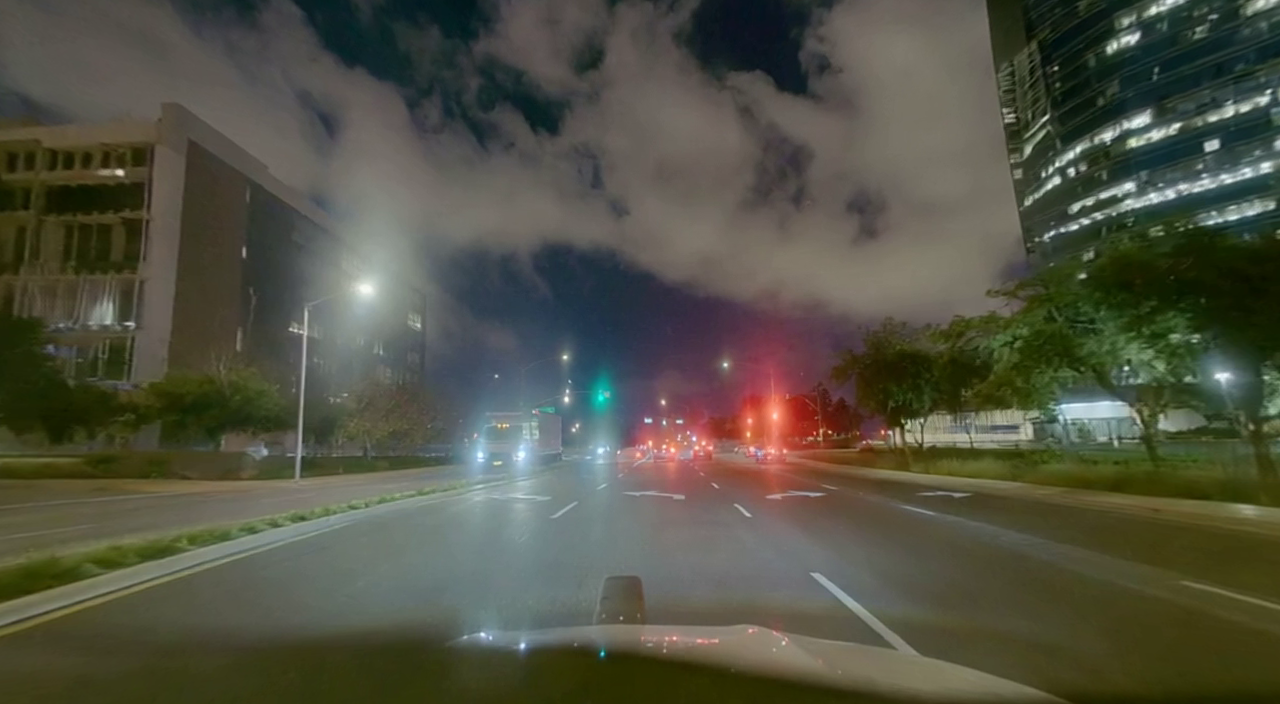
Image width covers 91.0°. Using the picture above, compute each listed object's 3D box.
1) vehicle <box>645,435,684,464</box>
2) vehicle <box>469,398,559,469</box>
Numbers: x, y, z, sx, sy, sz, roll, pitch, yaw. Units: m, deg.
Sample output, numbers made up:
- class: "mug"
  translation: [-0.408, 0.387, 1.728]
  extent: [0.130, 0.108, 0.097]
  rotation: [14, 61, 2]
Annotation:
- class: "vehicle"
  translation: [1.737, 6.890, 44.435]
  extent: [2.601, 1.878, 4.535]
  rotation: [0, -9, 2]
- class: "vehicle"
  translation: [-7.683, 5.381, 40.558]
  extent: [3.065, 3.928, 11.252]
  rotation: [0, -9, 2]
